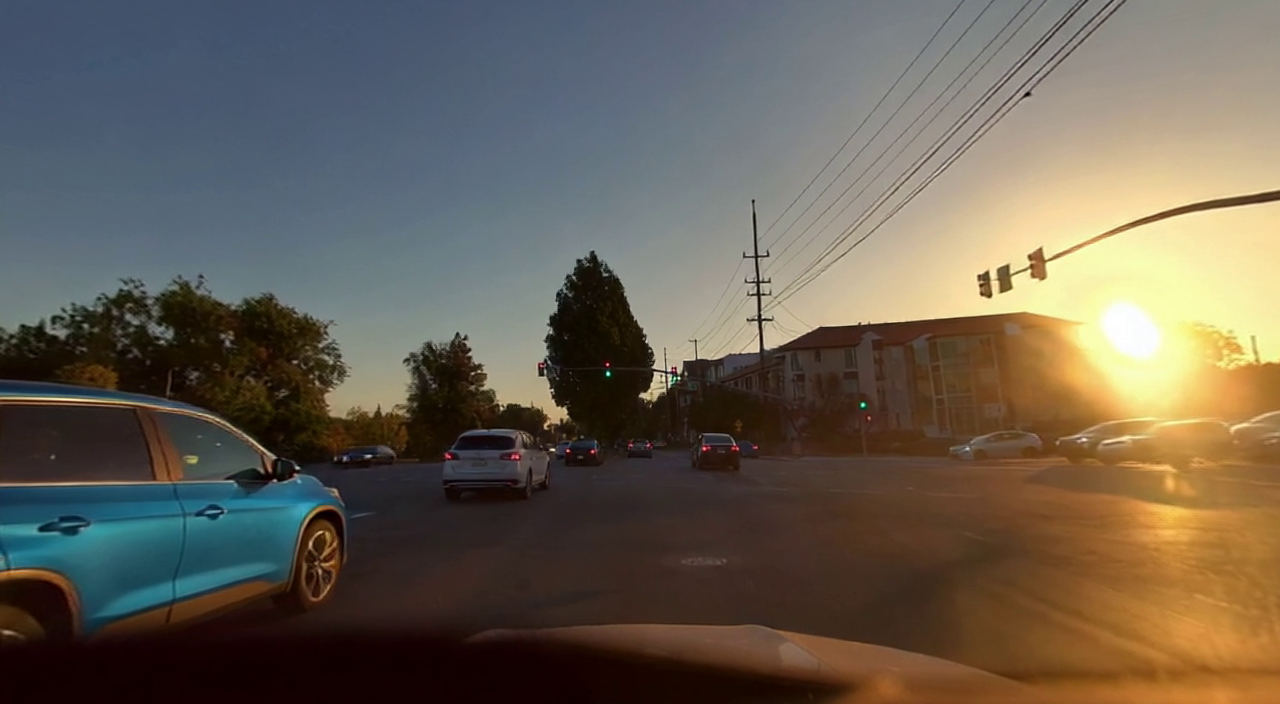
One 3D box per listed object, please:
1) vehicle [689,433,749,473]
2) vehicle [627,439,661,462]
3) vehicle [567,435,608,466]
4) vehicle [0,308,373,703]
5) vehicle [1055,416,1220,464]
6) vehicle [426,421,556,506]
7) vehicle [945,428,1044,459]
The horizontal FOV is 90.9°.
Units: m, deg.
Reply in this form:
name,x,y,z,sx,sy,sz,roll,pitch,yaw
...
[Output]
name,x,y,z,sx,sy,sz,roll,pitch,yaw
vehicle,3.614,4.733,29.795,2.201,1.734,4.564,0,-8,-1
vehicle,0.287,6.773,43.372,2.185,1.515,4.215,0,-8,1
vehicle,-2.949,5.684,36.436,1.900,1.677,4.128,0,-8,2
vehicle,-3.312,0.843,2.979,2.127,1.754,4.287,0,-8,1
vehicle,19.625,3.492,25.003,5.033,1.802,1.928,1,-9,-5
vehicle,-3.395,2.640,15.320,1.958,1.744,4.315,0,-8,2
vehicle,19.262,5.001,34.422,4.119,1.574,2.028,0,-9,2
